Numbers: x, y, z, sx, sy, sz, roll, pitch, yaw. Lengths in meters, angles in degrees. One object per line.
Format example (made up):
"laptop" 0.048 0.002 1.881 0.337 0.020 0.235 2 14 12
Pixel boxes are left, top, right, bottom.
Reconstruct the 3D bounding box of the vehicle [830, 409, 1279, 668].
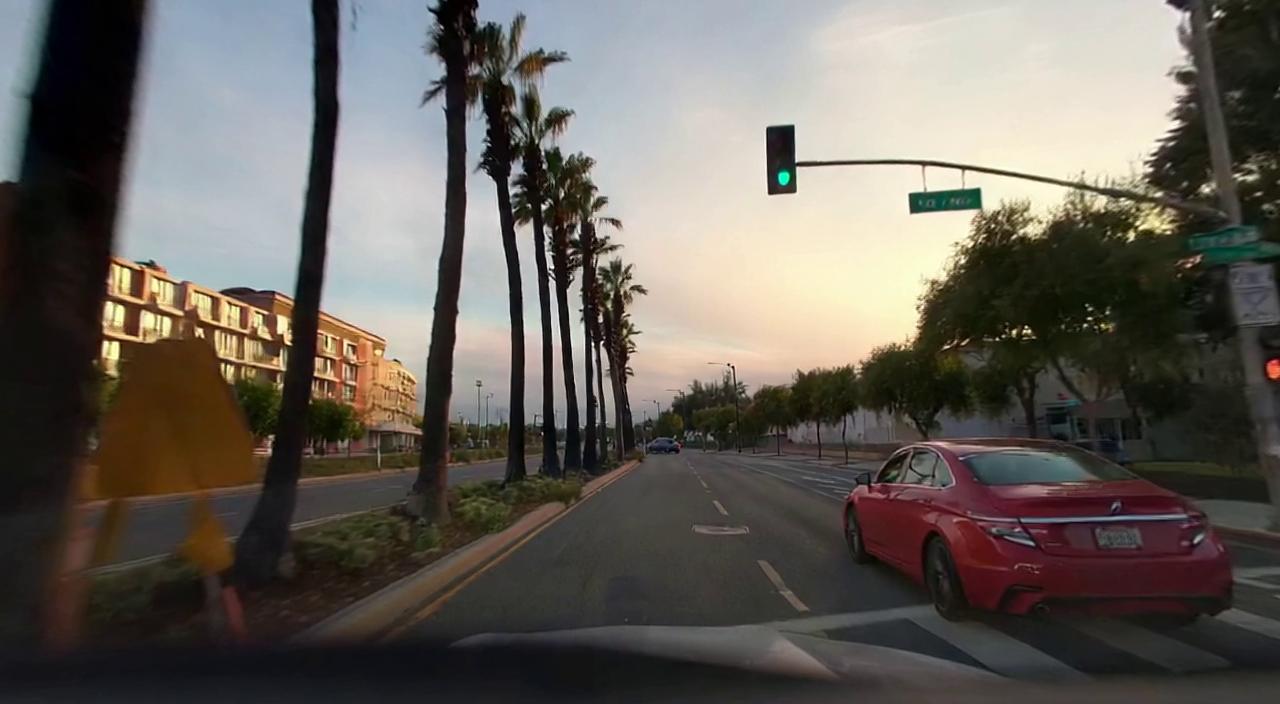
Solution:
"vehicle" 3.418 1.449 6.044 1.867 1.554 4.301 0 -8 1
